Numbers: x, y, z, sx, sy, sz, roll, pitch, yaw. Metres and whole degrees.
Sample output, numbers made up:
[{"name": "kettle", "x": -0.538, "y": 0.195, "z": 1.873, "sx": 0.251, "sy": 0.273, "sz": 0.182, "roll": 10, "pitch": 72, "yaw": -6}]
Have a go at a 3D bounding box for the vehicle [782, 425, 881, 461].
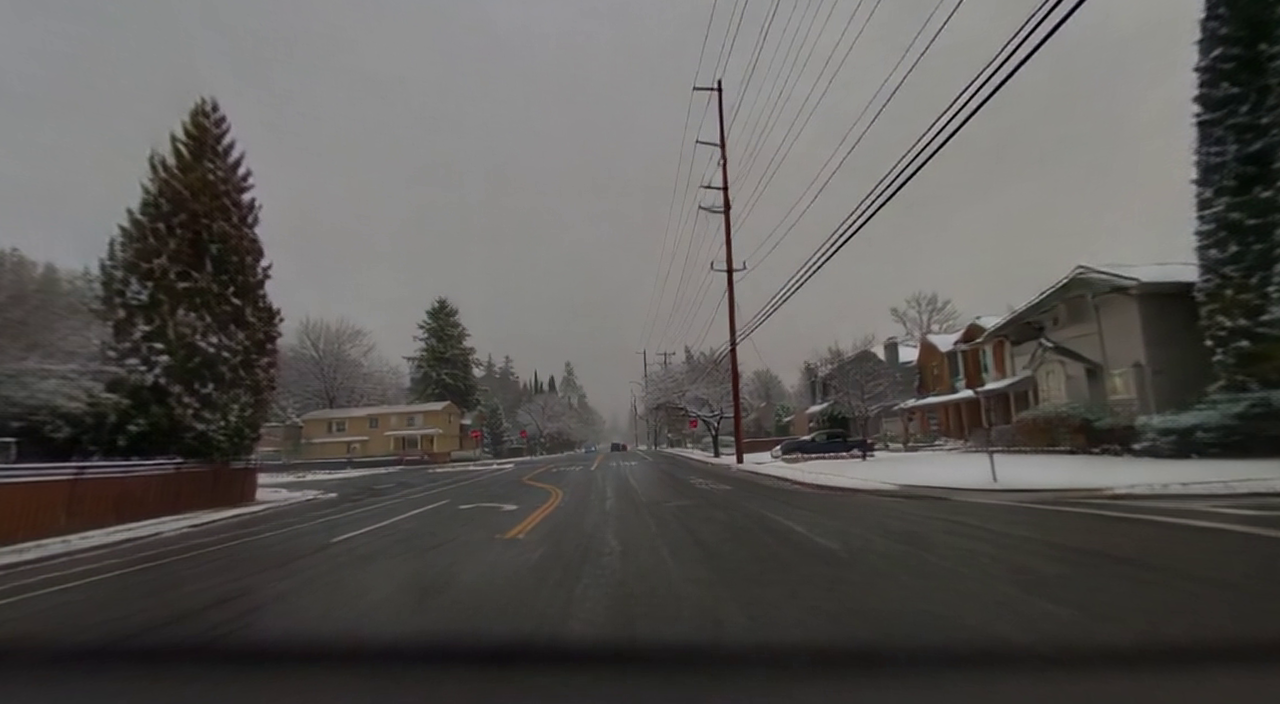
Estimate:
[{"name": "vehicle", "x": 10.140, "y": 4.875, "z": 33.779, "sx": 4.544, "sy": 1.807, "sz": 2.204, "roll": -1, "pitch": -9, "yaw": 2}]
